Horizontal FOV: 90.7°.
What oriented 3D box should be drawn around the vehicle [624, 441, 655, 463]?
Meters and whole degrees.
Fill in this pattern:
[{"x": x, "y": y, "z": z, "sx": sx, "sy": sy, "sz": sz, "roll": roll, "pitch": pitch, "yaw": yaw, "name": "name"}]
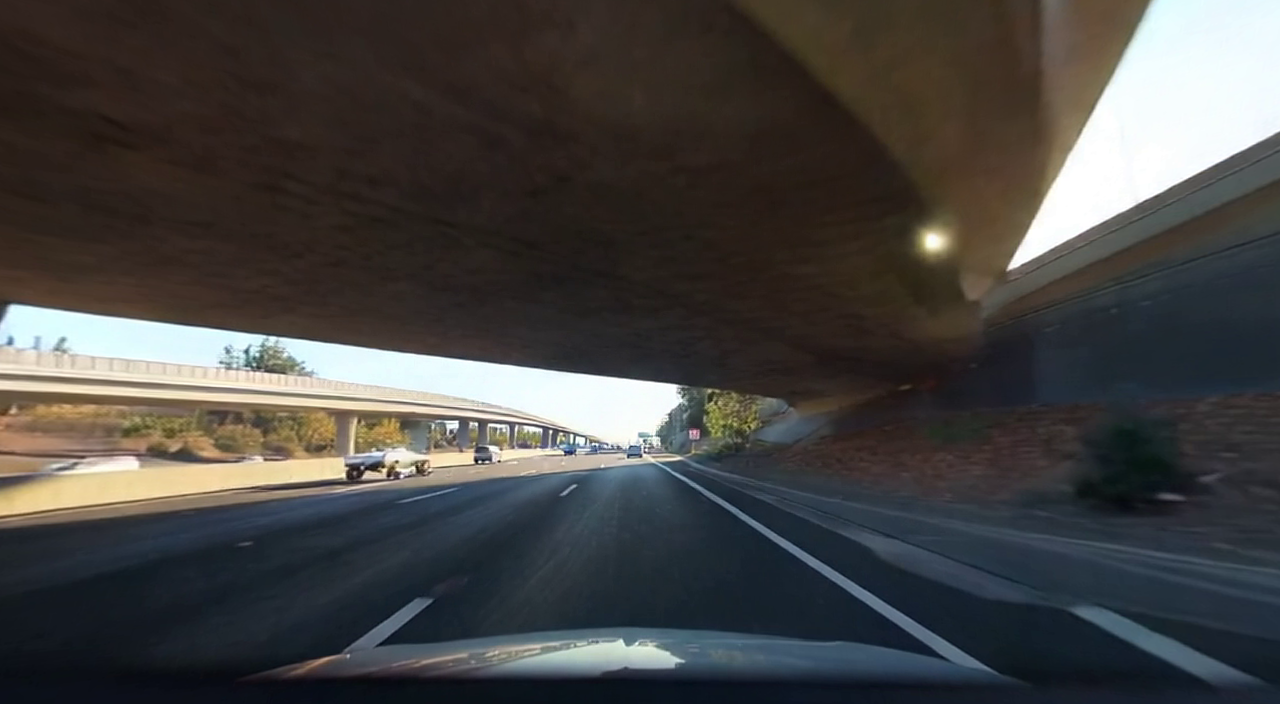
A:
[{"x": -0.093, "y": 7.073, "z": 44.964, "sx": 2.086, "sy": 1.472, "sz": 4.168, "roll": 0, "pitch": -8, "yaw": -2, "name": "vehicle"}]
